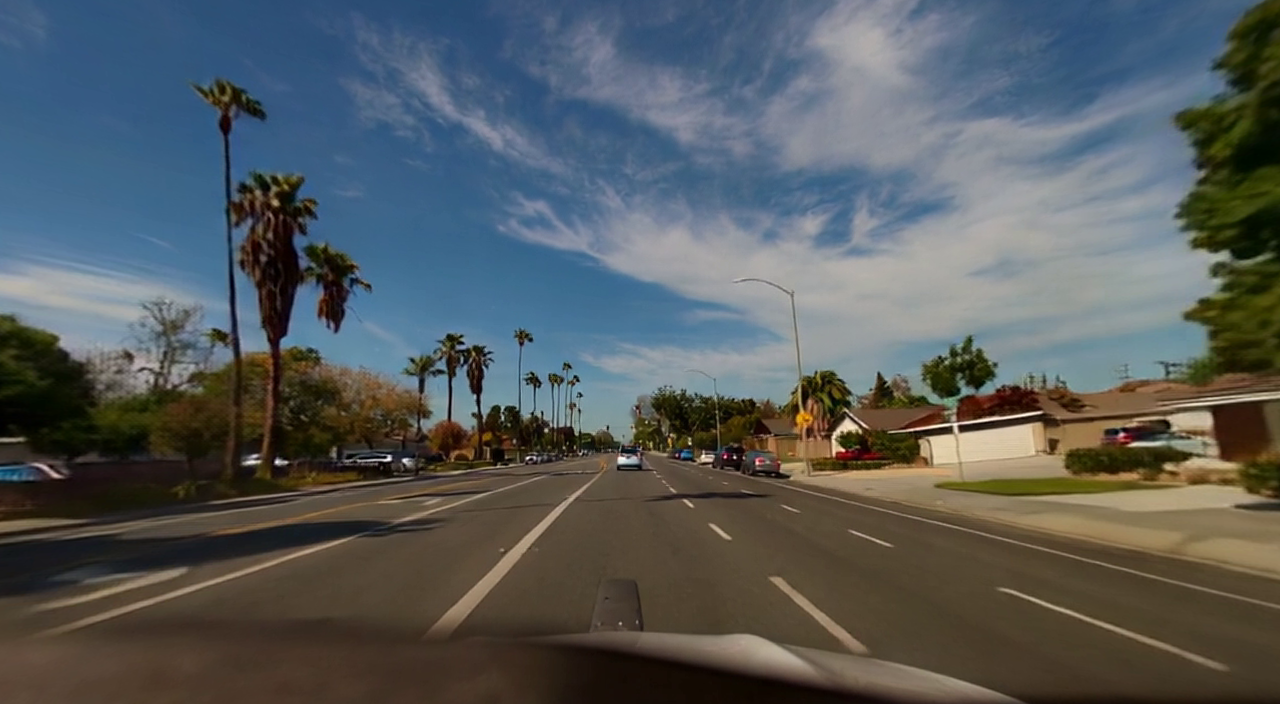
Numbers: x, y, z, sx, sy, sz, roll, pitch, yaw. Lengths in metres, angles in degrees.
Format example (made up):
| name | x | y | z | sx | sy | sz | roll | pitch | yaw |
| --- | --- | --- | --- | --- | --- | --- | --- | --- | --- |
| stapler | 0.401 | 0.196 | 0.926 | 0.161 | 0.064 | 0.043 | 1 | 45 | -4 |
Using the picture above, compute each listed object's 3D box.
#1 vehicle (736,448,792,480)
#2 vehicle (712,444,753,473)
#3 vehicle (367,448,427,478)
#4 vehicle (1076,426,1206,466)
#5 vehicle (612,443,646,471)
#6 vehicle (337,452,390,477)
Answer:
| name | x | y | z | sx | sy | sz | roll | pitch | yaw |
| --- | --- | --- | --- | --- | --- | --- | --- | --- | --- |
| vehicle | 6.380 | 5.798 | 33.023 | 1.947 | 1.505 | 4.759 | -1 | -9 | 0 |
| vehicle | 6.334 | 7.337 | 43.874 | 2.035 | 1.822 | 5.449 | -1 | -9 | 1 |
| vehicle | -17.479 | 7.964 | 45.742 | 2.185 | 1.993 | 5.054 | -1 | -9 | 3 |
| vehicle | 24.294 | 4.625 | 30.938 | 2.135 | 1.787 | 4.888 | 0 | -9 | -3 |
| vehicle | -0.802 | 7.301 | 44.238 | 2.248 | 1.833 | 4.798 | 0 | -9 | -2 |
| vehicle | -20.133 | 8.195 | 46.206 | 1.931 | 1.641 | 4.146 | -1 | -9 | 1 |
